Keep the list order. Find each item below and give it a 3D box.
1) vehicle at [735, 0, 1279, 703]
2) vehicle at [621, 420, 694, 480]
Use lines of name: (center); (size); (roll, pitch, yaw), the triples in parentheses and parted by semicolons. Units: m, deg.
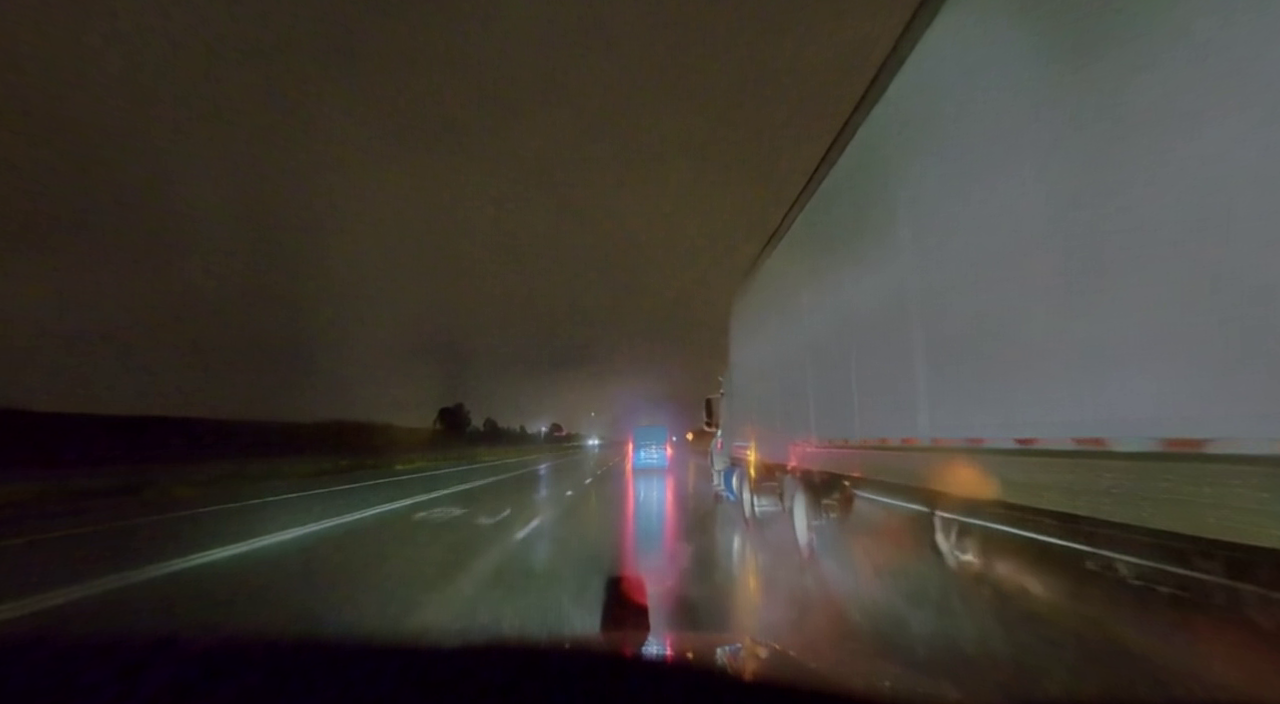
vehicle: (3.967, -0.023, 5.081); (3.892, 4.216, 16.830); (0, -8, 0)
vehicle: (0.627, 3.639, 23.590); (2.469, 2.027, 4.554); (0, -8, 1)
